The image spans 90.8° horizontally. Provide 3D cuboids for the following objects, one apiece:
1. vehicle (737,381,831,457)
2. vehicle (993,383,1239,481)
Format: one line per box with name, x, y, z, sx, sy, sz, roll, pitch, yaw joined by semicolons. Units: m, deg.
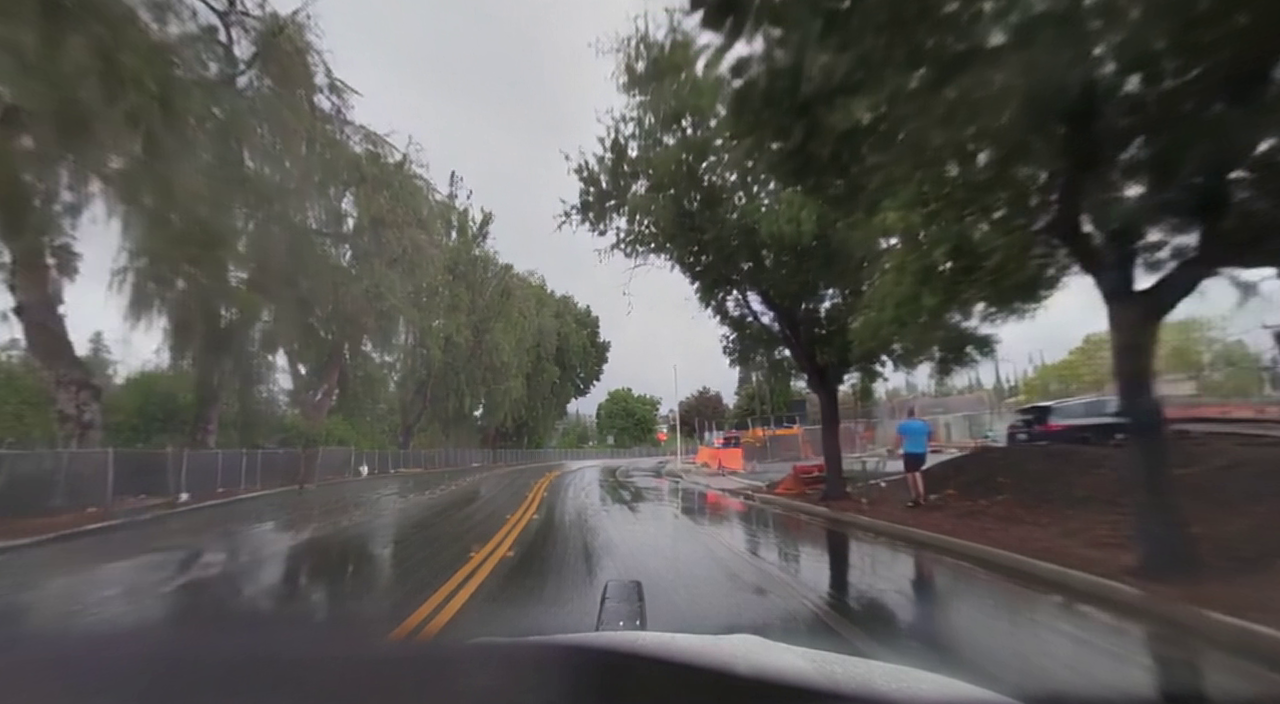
vehicle;7.842;4.014;36.116;2.984;3.691;10.409;-1;-8;0
vehicle;11.838;2.000;15.815;5.021;1.930;2.119;-2;-10;-17
